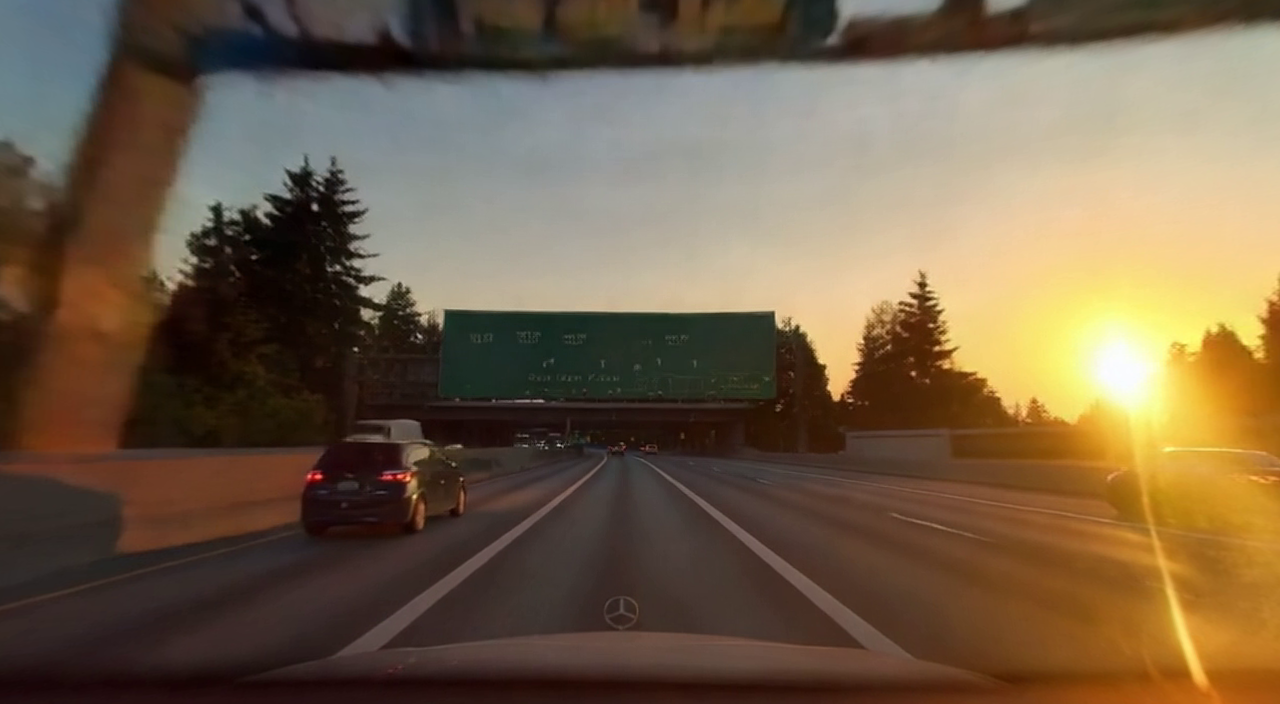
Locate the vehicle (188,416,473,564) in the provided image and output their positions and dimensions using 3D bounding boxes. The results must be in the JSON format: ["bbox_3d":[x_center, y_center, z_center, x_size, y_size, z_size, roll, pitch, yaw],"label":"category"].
[{"bbox_3d":[-3.956,1.836,8.945,2.071,1.615,3.868,0,-9,0],"label":"vehicle"}]

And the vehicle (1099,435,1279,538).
[{"bbox_3d":[10.081,2.158,10.467,1.853,1.463,3.780,0,-9,-1],"label":"vehicle"}]
